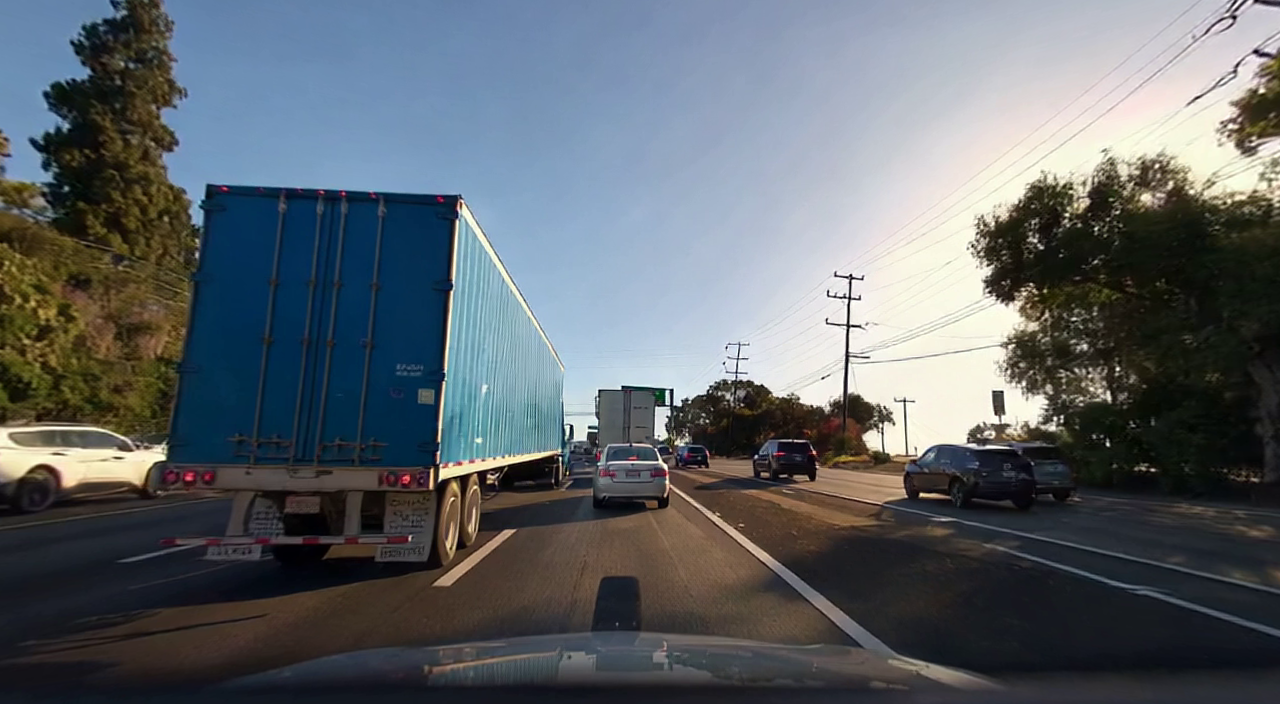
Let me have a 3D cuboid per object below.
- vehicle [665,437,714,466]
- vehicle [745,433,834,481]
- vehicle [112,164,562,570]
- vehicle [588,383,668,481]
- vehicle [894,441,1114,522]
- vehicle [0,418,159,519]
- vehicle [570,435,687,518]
[{"bbox_3d":[3.019,6.181,39.350,1.984,1.662,4.469,2,-9,-10],"label":"vehicle"},{"bbox_3d":[5.668,4.053,24.566,2.023,1.676,4.002,1,-9,-8],"label":"vehicle"},{"bbox_3d":[-4.179,1.418,15.572,3.150,4.298,17.928,0,-9,-3],"label":"vehicle"},{"bbox_3d":[-0.720,3.530,27.170,2.909,3.518,8.262,1,-9,-4],"label":"vehicle"},{"bbox_3d":[7.325,2.609,13.323,1.878,1.406,4.164,1,-9,-5],"label":"vehicle"},{"bbox_3d":[-11.803,2.105,11.608,2.148,1.678,4.851,0,-9,-1],"label":"vehicle"},{"bbox_3d":[-0.289,2.556,13.437,2.112,1.463,4.012,0,-9,-2],"label":"vehicle"}]
